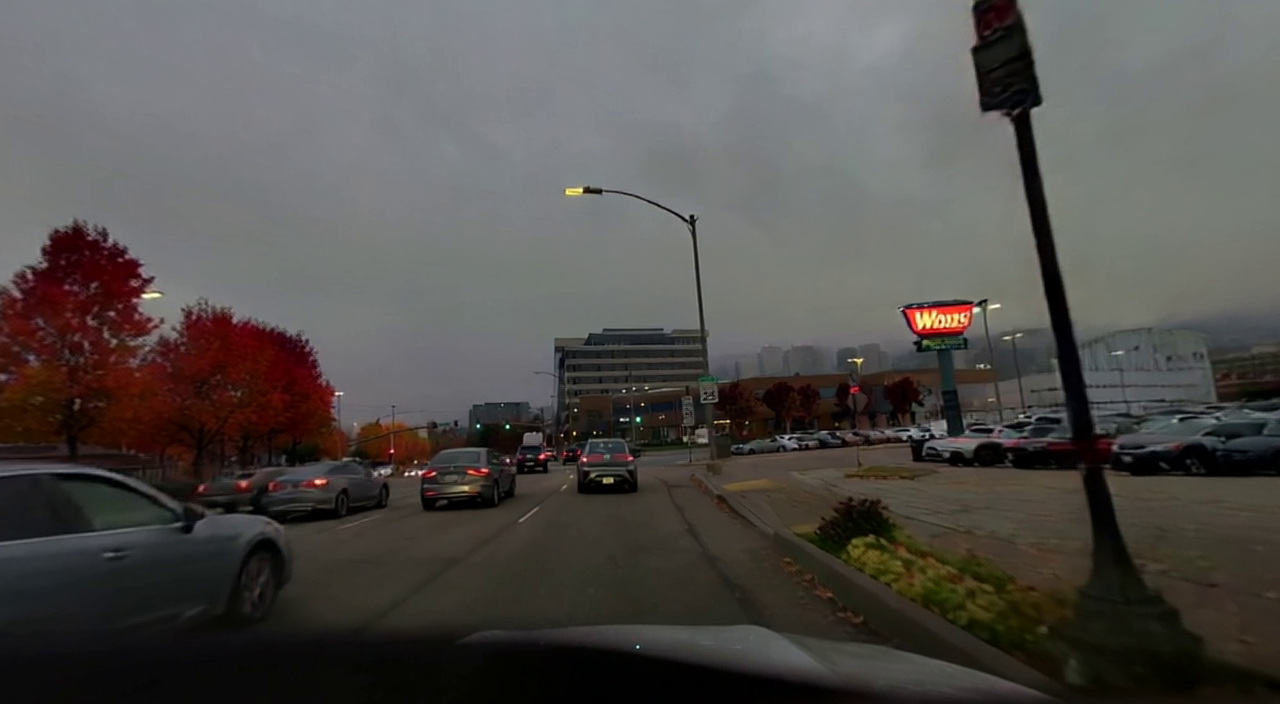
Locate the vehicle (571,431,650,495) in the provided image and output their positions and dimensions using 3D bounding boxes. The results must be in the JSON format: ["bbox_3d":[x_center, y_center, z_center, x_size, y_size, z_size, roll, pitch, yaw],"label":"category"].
[{"bbox_3d":[-0.943,3.344,19.248,2.144,1.704,4.028,1,-9,-4],"label":"vehicle"}]

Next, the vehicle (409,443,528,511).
[{"bbox_3d":[-4.383,3.256,16.949,1.974,1.549,4.603,1,-9,-1],"label":"vehicle"}]

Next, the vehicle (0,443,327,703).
[{"bbox_3d":[-4.180,1.273,3.549,2.090,1.506,5.326,1,-9,0],"label":"vehicle"}]

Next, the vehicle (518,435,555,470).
[{"bbox_3d":[-6.377,6.210,39.026,2.082,2.018,4.308,2,-9,-8],"label":"vehicle"}]
